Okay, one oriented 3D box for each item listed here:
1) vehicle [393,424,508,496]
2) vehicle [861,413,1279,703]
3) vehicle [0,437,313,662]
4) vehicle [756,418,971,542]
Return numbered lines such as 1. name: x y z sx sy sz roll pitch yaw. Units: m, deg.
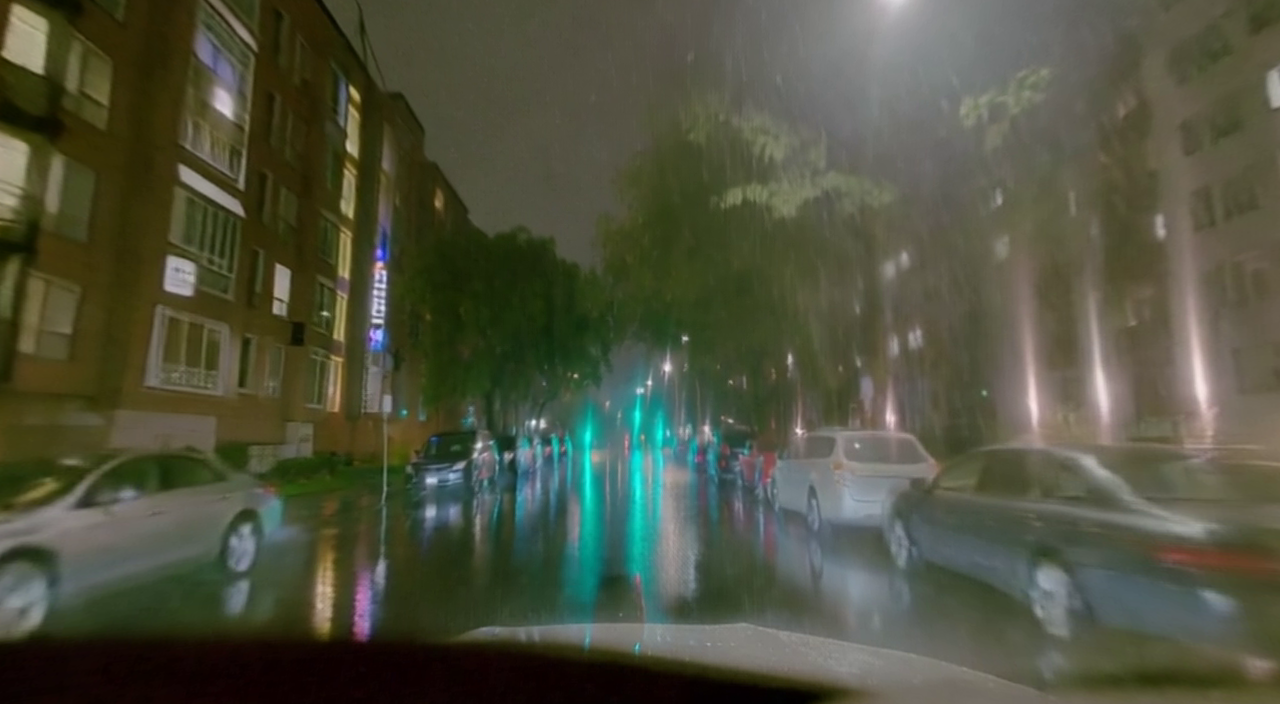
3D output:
1. vehicle: -5.476 3.176 18.985 2.069 1.881 4.697 0 -8 -1
2. vehicle: 3.631 1.369 5.264 1.886 1.493 4.646 0 -8 0
3. vehicle: -5.220 1.521 5.726 2.080 1.458 4.511 0 -8 0
4. vehicle: 3.426 2.050 10.813 1.964 1.646 4.543 0 -8 -1
